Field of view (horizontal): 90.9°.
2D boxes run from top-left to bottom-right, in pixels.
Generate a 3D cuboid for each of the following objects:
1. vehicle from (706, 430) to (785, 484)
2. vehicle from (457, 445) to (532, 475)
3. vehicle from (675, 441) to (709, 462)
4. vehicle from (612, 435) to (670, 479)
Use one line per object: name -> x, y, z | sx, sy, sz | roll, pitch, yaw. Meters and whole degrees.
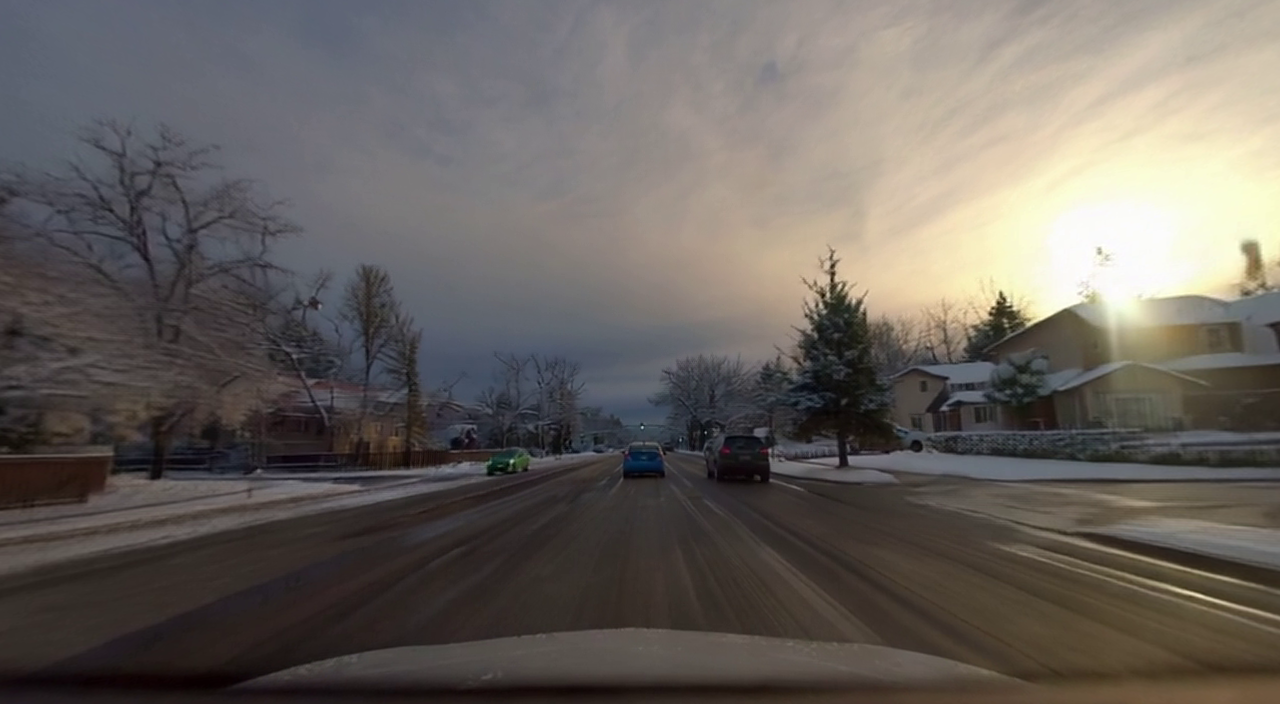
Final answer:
vehicle -> 3.620, 3.722, 22.523 | 2.024, 1.711, 4.512 | 0, -9, 0
vehicle -> -8.984, 6.657, 38.840 | 4.296, 1.611, 1.942 | -8, -11, 26
vehicle -> 3.812, 7.412, 46.898 | 2.099, 1.463, 4.130 | 0, -9, 0
vehicle -> 0.061, 4.293, 26.002 | 2.200, 1.653, 4.127 | -1, -9, 1
